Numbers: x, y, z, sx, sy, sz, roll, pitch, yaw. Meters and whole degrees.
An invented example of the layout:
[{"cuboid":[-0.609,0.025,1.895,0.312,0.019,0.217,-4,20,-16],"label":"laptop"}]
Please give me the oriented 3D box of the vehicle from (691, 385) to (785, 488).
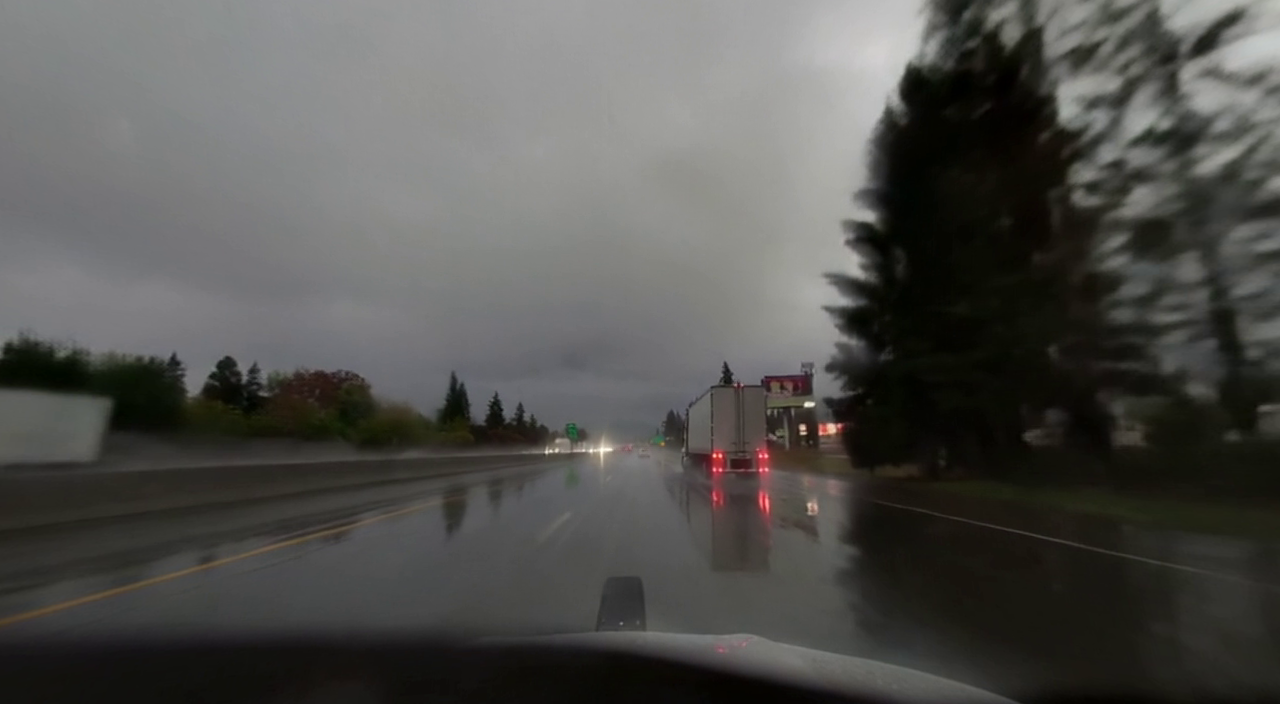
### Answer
[{"cuboid":[4.608,4.448,32.731,3.058,4.312,12.251,0,-9,1],"label":"vehicle"}]
